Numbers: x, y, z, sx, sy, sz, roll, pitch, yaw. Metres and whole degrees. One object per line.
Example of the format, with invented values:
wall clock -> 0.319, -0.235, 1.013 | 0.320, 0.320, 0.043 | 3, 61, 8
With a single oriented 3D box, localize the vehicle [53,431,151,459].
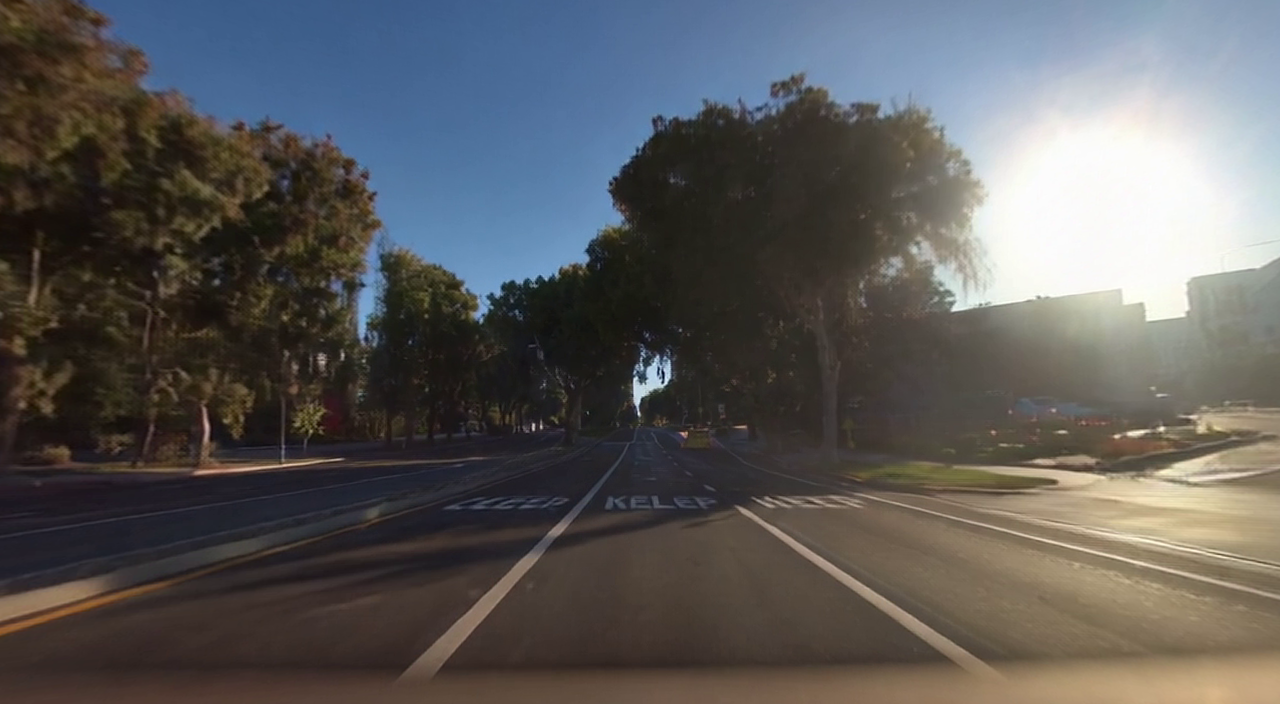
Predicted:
vehicle -> -33.539, 5.826, 39.462 | 4.322, 1.564, 2.204 | 0, -10, 8
